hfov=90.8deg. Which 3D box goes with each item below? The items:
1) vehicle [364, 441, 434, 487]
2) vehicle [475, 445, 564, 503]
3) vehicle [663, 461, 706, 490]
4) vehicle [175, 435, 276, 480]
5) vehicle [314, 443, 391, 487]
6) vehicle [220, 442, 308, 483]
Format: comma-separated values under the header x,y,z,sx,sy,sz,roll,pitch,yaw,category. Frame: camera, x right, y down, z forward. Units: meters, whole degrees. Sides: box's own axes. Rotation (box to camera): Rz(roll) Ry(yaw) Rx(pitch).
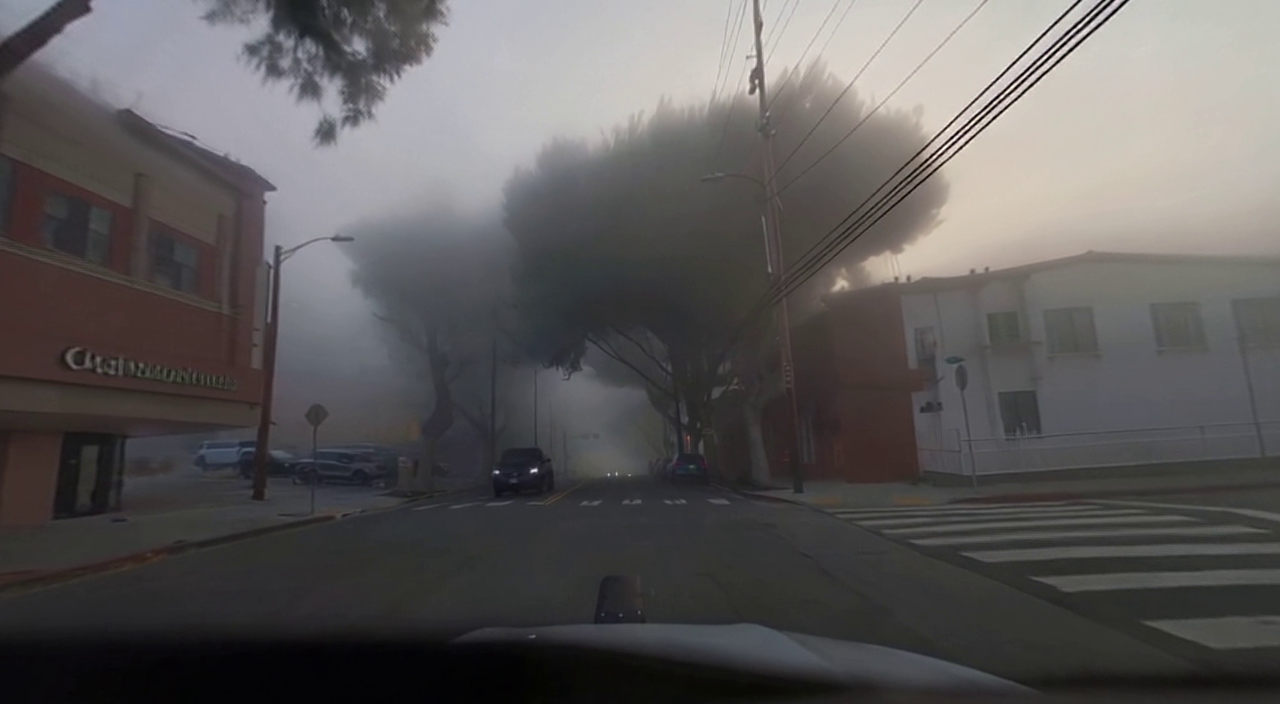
x,y,z,sx,sy,sz,roll,pitch,yaw,category
-16.243,7.612,43.090,2.715,2.789,6.225,0,-10,-5,vehicle
-4.469,4.598,24.418,2.495,1.966,4.846,0,-9,0,vehicle
2.379,6.732,34.549,1.877,1.373,3.854,0,-9,-3,vehicle
-27.812,7.106,42.767,2.249,2.760,6.636,0,-9,0,vehicle
-19.175,7.496,42.554,2.256,2.668,5.979,0,-7,1,vehicle
-25.117,7.385,42.588,2.288,2.514,5.886,0,-9,0,vehicle
